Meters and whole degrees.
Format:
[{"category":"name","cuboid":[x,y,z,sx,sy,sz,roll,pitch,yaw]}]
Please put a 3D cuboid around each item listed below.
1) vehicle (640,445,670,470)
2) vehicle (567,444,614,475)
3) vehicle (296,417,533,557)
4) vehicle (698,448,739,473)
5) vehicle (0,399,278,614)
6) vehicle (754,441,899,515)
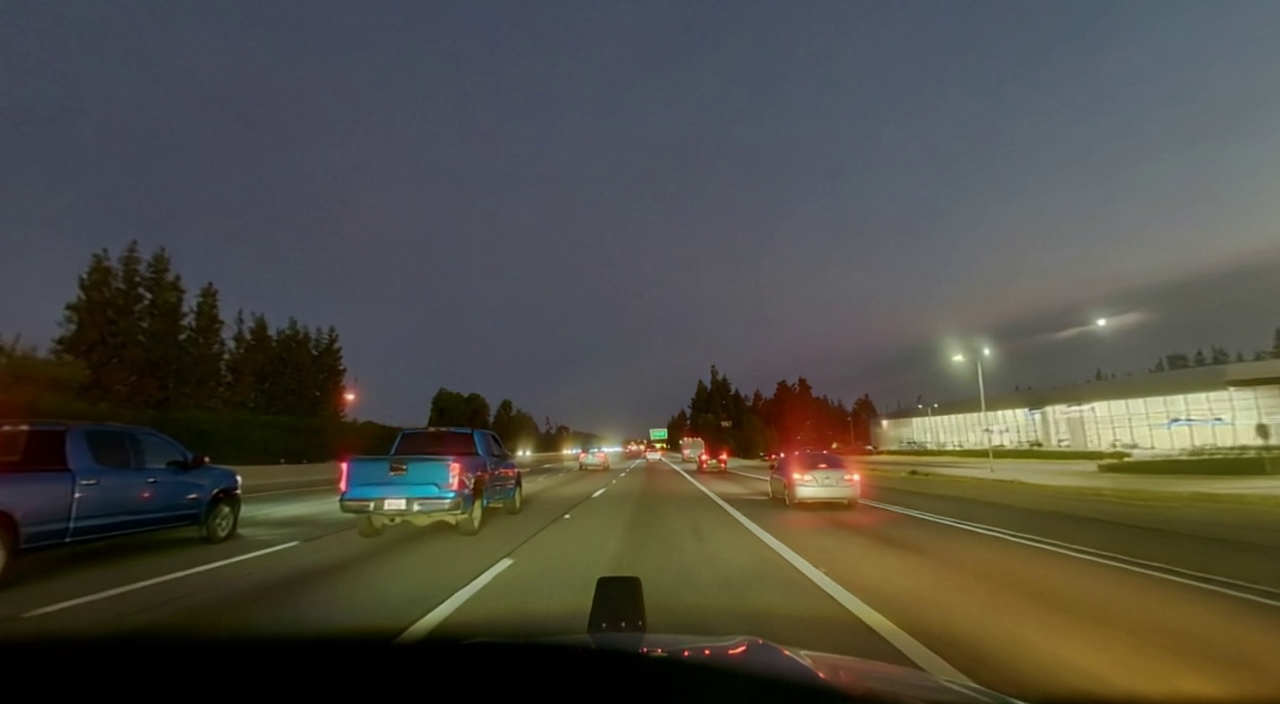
[{"category":"vehicle","cuboid":[1.066,7.692,46.207,2.080,1.682,4.150,0,-8,1]},{"category":"vehicle","cuboid":[-2.831,6.284,37.156,2.209,1.714,4.576,0,-8,2]},{"category":"vehicle","cuboid":[-3.283,2.065,10.429,2.146,1.775,4.553,0,-8,1]},{"category":"vehicle","cuboid":[4.938,6.900,40.498,2.072,1.456,4.537,0,-8,0]},{"category":"vehicle","cuboid":[-6.627,1.510,6.697,2.428,1.812,5.131,0,-8,1]},{"category":"vehicle","cuboid":[4.246,2.923,15.245,2.111,1.498,4.466,0,-8,0]}]
